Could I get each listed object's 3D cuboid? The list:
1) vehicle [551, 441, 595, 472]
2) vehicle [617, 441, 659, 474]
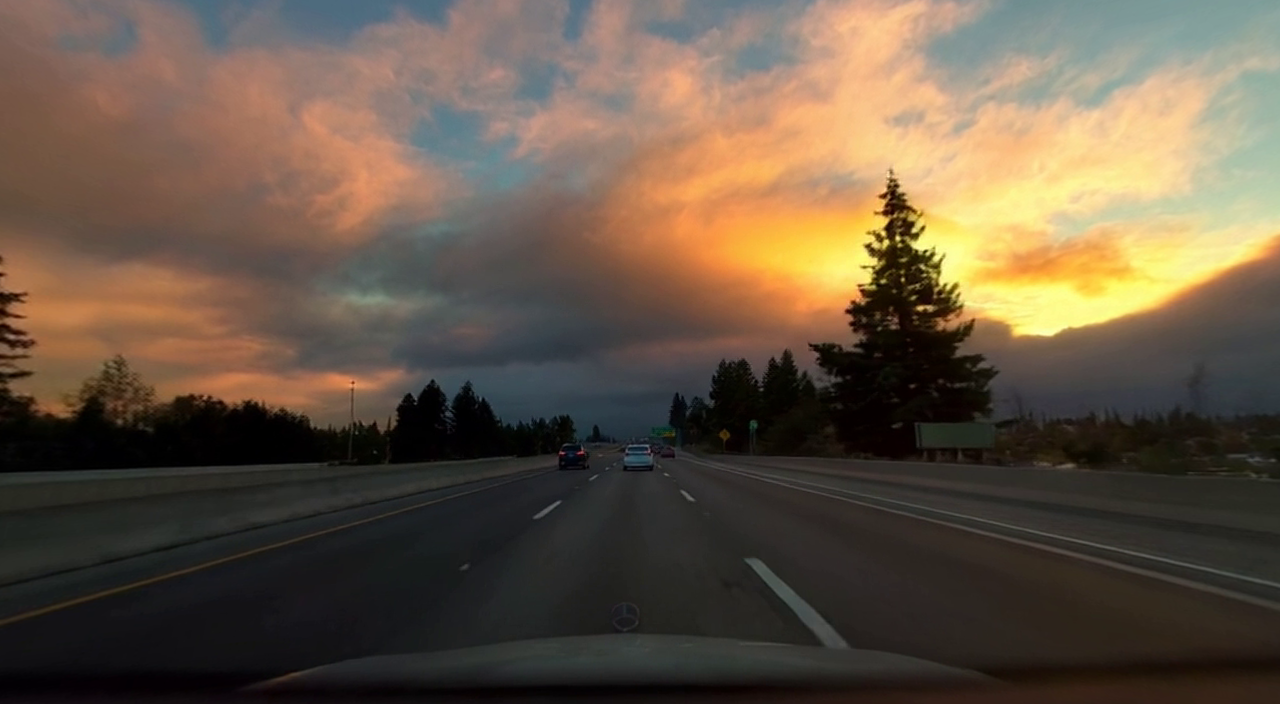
[{"bbox_3d":[-3.981,6.288,38.201,2.130,1.741,4.665,0,-8,1],"label":"vehicle"},{"bbox_3d":[-0.095,5.704,34.184,2.130,1.684,3.826,0,-8,0],"label":"vehicle"}]
